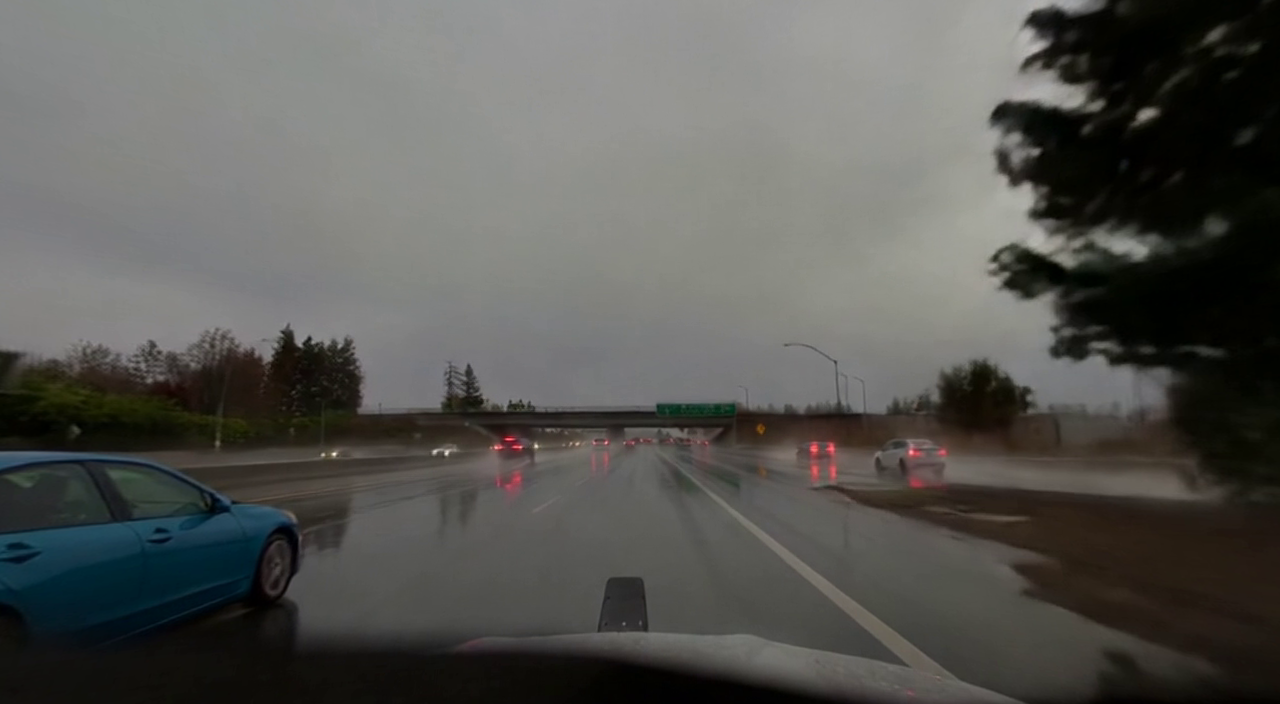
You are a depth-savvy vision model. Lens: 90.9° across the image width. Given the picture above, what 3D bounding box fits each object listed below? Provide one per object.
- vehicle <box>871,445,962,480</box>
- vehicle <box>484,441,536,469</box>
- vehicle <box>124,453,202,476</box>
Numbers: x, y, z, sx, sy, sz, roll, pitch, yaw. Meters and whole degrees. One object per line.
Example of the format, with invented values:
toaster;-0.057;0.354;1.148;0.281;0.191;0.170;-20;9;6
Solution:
vehicle;12.767;5.098;29.436;2.000;1.515;4.188;1;-8;-6
vehicle;-7.290;5.805;35.795;1.987;1.486;4.174;-1;-8;2
vehicle;-35.262;8.308;46.787;1.875;1.460;4.702;-1;-8;5
